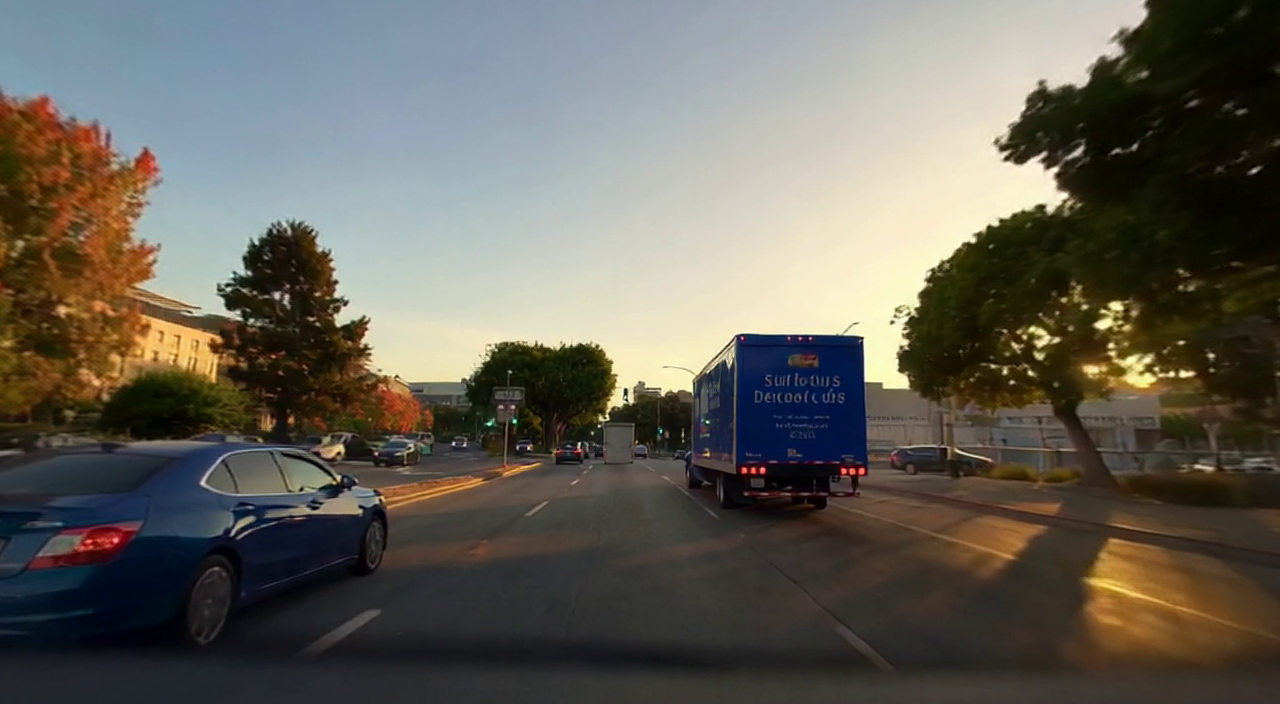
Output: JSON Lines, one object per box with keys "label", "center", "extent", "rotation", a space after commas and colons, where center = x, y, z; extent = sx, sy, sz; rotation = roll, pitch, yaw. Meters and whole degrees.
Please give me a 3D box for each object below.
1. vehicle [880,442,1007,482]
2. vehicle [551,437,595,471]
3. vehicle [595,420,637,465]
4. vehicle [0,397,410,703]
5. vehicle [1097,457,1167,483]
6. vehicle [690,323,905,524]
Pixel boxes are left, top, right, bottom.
{"label": "vehicle", "center": [15.975, 5.798, 33.405], "extent": [5.670, 1.895, 2.219], "rotation": [-1, -8, 15]}
{"label": "vehicle", "center": [-3.900, 5.862, 36.332], "extent": [2.388, 1.811, 4.455], "rotation": [1, -8, -7]}
{"label": "vehicle", "center": [-2.005, 7.090, 48.873], "extent": [2.837, 3.142, 7.371], "rotation": [1, -9, -5]}
{"label": "vehicle", "center": [-3.542, 1.284, 4.883], "extent": [1.828, 1.515, 4.422], "rotation": [-1, -8, 0]}
{"label": "vehicle", "center": [35.400, 8.469, 45.348], "extent": [2.066, 1.643, 4.614], "rotation": [-2, -9, 12]}
{"label": "vehicle", "center": [3.185, 1.888, 15.704], "extent": [2.905, 3.644, 8.441], "rotation": [0, -8, -2]}
